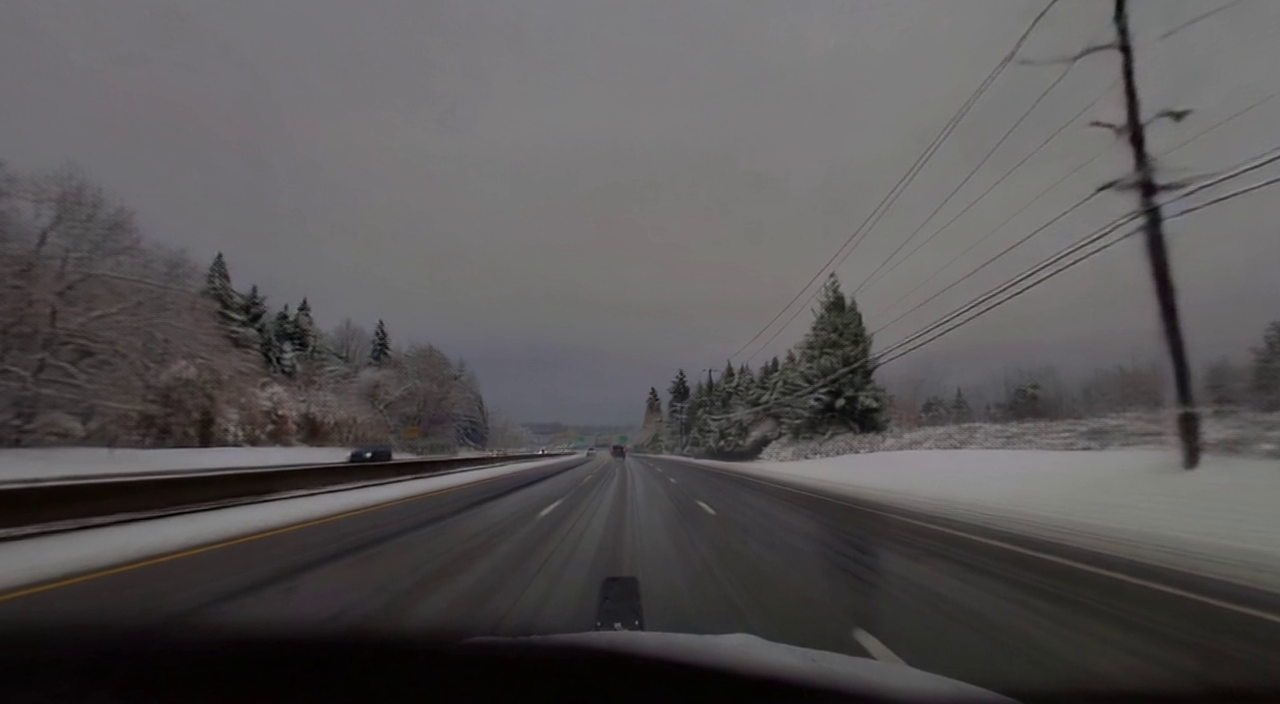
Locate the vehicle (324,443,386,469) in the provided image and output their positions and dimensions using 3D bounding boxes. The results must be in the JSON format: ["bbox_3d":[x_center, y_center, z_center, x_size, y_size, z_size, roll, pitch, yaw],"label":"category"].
[{"bbox_3d":[-19.139,6.996,42.646,2.120,1.660,4.524,0,-9,-2],"label":"vehicle"}]
